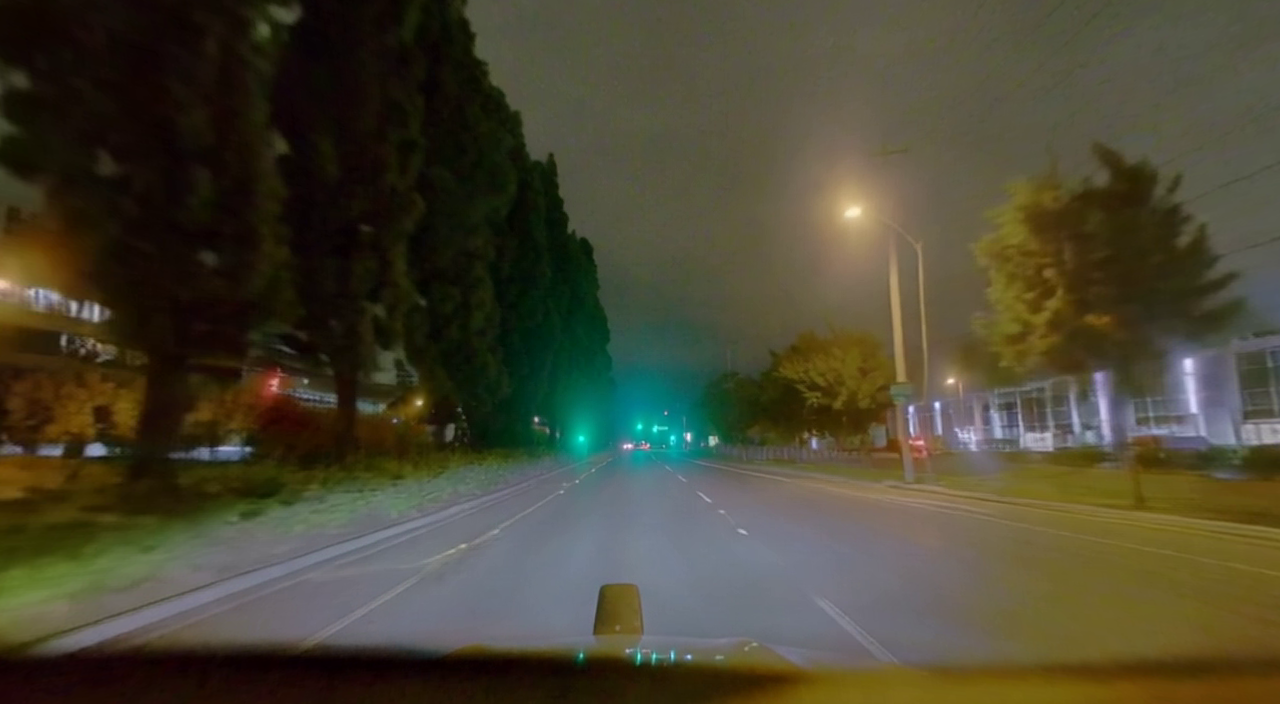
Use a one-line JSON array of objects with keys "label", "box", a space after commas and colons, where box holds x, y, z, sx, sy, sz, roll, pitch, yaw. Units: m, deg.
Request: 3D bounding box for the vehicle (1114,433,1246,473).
[{"label": "vehicle", "box": [30.056, 5.644, 35.288, 5.244, 1.992, 2.226, -1, -9, -2]}]

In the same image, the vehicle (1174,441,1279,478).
[{"label": "vehicle", "box": [30.550, 5.500, 32.459, 4.305, 1.794, 1.994, 0, -8, 0]}]
